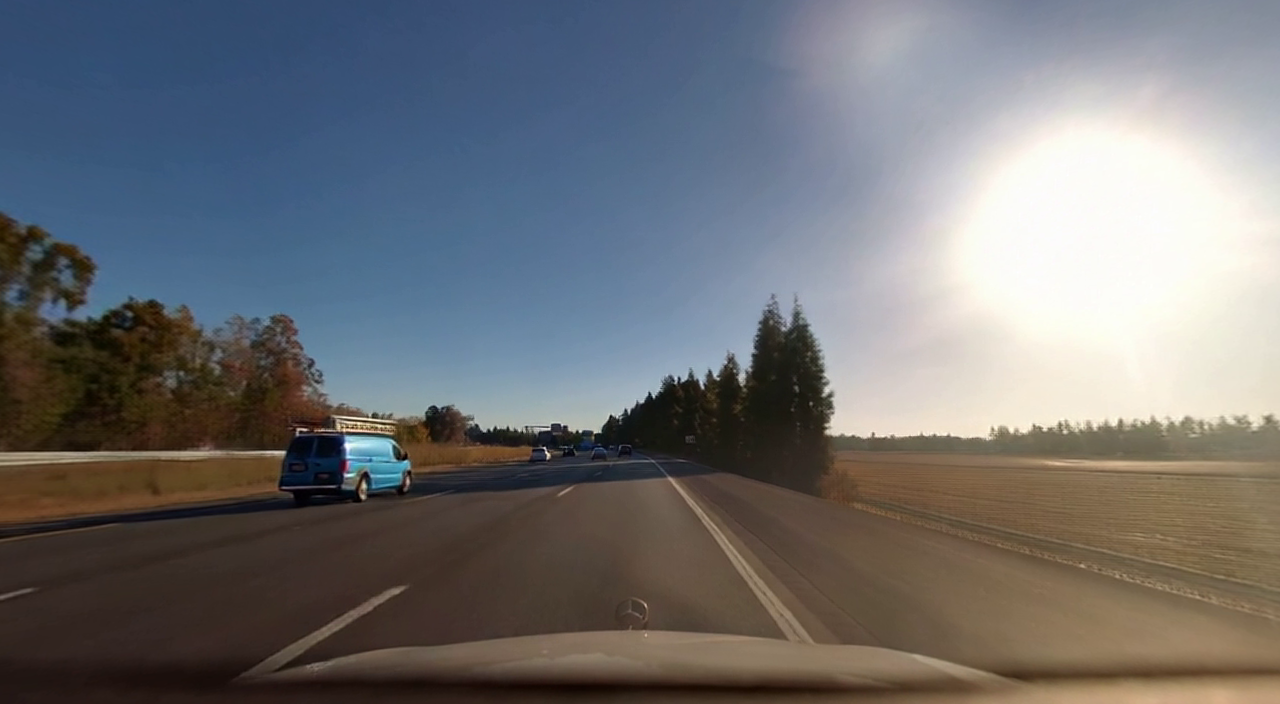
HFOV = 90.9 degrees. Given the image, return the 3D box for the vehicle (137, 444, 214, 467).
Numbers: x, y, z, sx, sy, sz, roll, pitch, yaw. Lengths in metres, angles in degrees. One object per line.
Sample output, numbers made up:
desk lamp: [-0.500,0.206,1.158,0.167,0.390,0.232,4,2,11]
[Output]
vehicle: [-33.011,7.344,44.994,1.879,1.491,4.819,0,-9,0]

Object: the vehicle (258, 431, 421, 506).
vehicle: [-7.957,3.130,17.382,2.093,1.752,4.771,0,-9,0]
